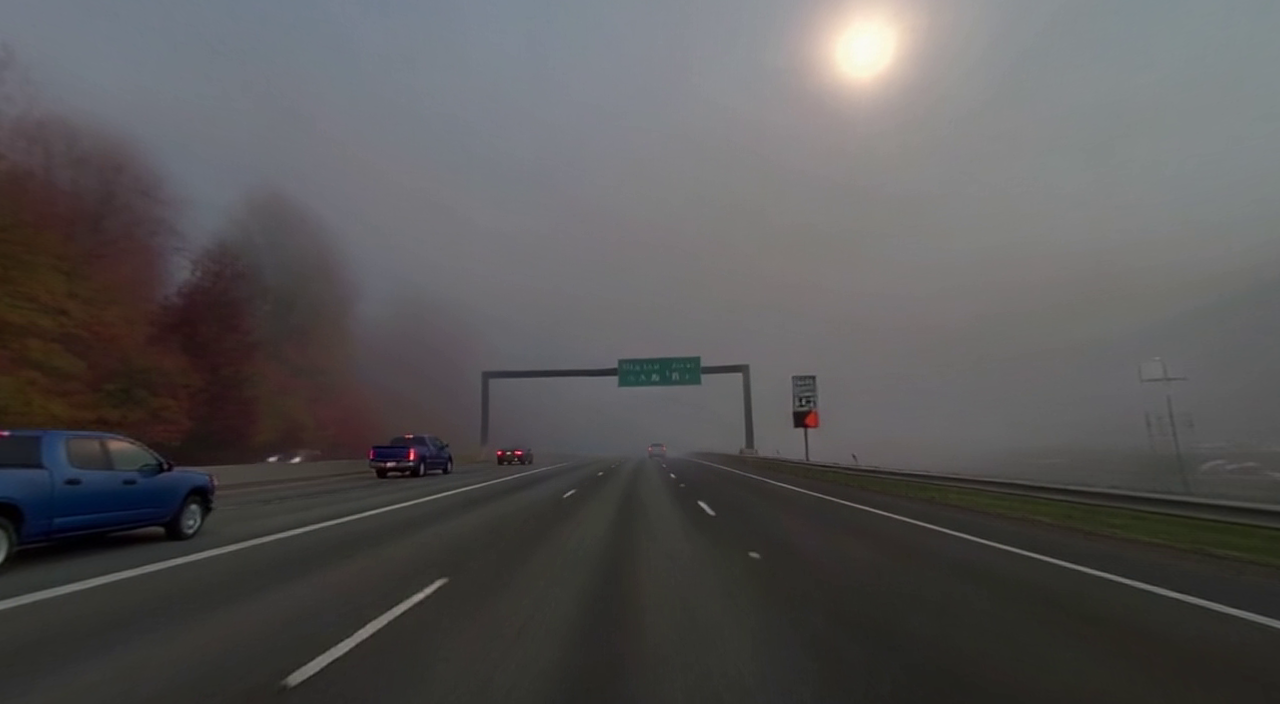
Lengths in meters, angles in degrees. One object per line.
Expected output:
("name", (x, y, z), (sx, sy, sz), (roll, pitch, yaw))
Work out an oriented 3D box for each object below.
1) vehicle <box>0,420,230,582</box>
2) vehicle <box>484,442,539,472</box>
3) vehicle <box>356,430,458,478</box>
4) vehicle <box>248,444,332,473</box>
("vehicle", (-7.218, 1.597, 7.113), (1.965, 1.567, 4.686), (0, -8, 1))
("vehicle", (-6.724, 5.526, 33.424), (1.919, 1.499, 4.234), (0, -8, 1))
("vehicle", (-10.532, 4.657, 29.162), (2.347, 1.984, 5.778), (0, -8, 2))
("vehicle", (-20.744, 6.320, 37.679), (2.019, 1.623, 4.950), (0, -8, 2))
